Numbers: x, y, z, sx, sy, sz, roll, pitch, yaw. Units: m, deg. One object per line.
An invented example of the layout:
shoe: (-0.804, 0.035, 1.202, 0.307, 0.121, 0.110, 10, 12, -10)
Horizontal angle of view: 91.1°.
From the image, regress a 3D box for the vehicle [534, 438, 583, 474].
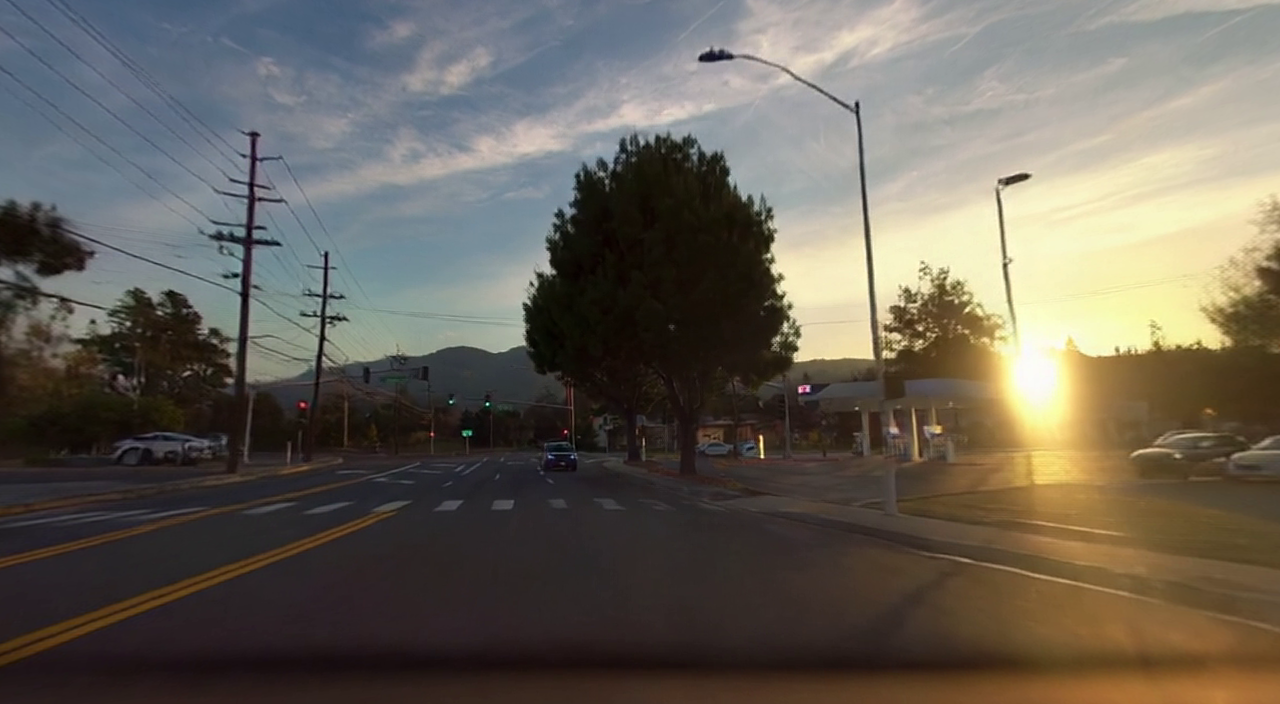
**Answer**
vehicle: (-4.737, 5.914, 35.937, 2.300, 1.868, 4.690, 2, -9, -13)

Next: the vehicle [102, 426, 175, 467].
vehicle: (-32.267, 6.122, 40.456, 2.427, 2.514, 2.560, -4, -10, 21)

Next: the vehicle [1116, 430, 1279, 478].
vehicle: (18.961, 3.398, 21.023, 4.677, 1.494, 1.960, 1, -9, -9)
